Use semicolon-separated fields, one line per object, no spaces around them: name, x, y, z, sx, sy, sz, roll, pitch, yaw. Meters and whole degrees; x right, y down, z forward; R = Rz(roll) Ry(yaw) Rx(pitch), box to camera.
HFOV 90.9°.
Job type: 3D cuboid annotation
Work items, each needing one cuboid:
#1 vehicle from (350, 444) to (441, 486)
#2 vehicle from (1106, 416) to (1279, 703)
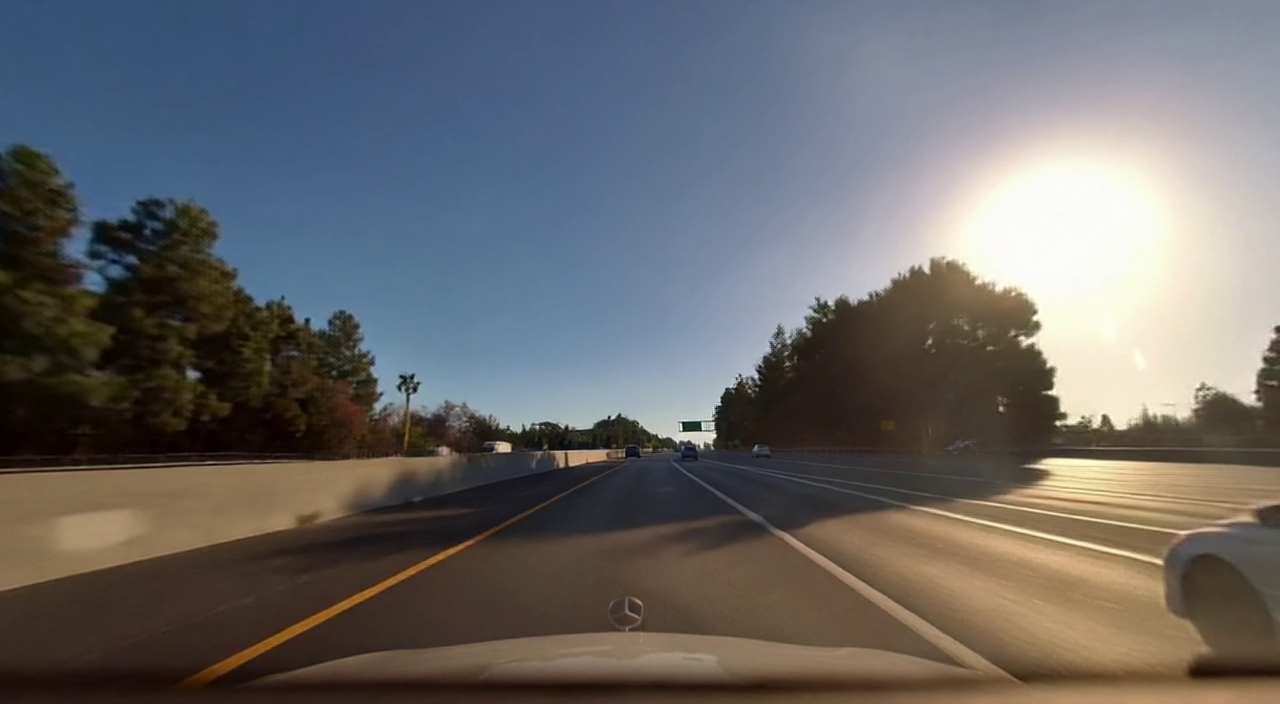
vehicle;-10.741;4.994;28.164;2.075;1.691;4.654;0;-9;2
vehicle;4.015;0.872;1.930;1.938;1.456;4.204;0;-9;0
